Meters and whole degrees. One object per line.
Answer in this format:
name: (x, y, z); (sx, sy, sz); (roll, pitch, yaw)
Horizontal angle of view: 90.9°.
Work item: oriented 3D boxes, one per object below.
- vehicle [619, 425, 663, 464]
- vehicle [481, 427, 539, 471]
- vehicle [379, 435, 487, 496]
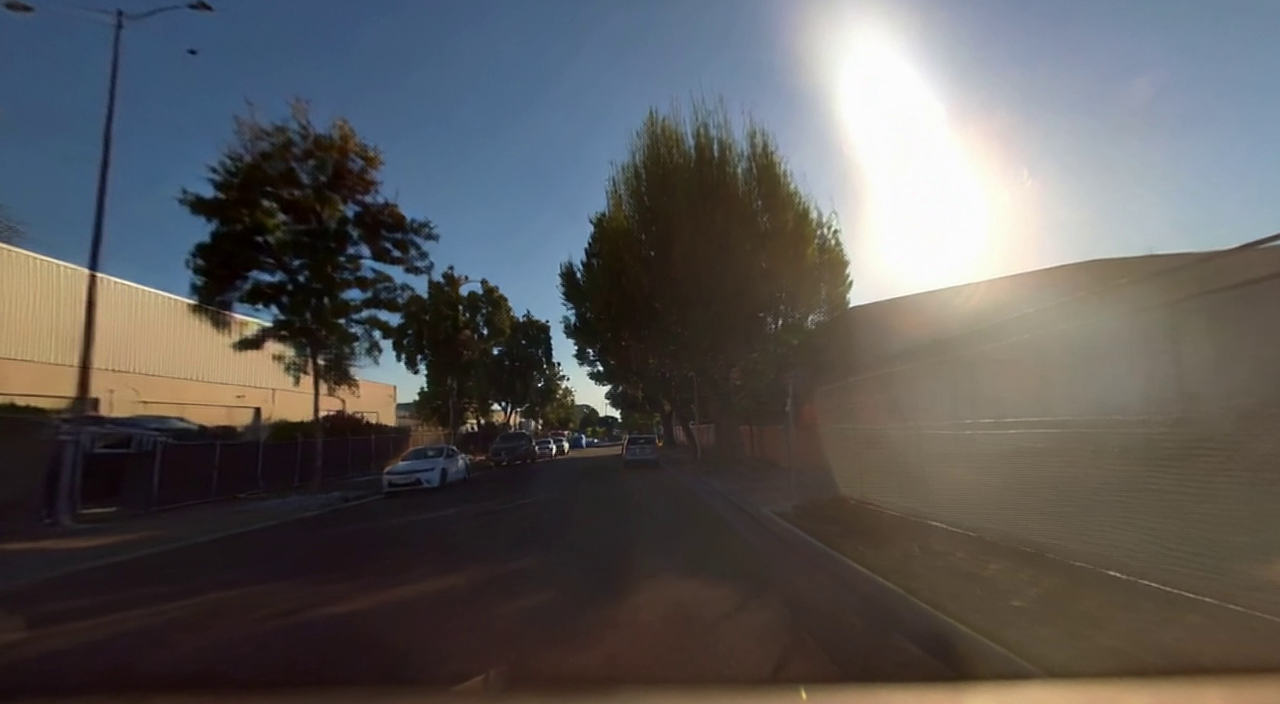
vehicle: (0.028, 4.824, 33.023); (2.152, 1.874, 4.042); (0, -8, -1)
vehicle: (-6.686, 5.073, 32.976); (2.005, 1.989, 4.929); (-3, -9, 0)
vehicle: (-6.066, 3.383, 18.987); (1.938, 1.500, 4.130); (-3, -9, -2)
